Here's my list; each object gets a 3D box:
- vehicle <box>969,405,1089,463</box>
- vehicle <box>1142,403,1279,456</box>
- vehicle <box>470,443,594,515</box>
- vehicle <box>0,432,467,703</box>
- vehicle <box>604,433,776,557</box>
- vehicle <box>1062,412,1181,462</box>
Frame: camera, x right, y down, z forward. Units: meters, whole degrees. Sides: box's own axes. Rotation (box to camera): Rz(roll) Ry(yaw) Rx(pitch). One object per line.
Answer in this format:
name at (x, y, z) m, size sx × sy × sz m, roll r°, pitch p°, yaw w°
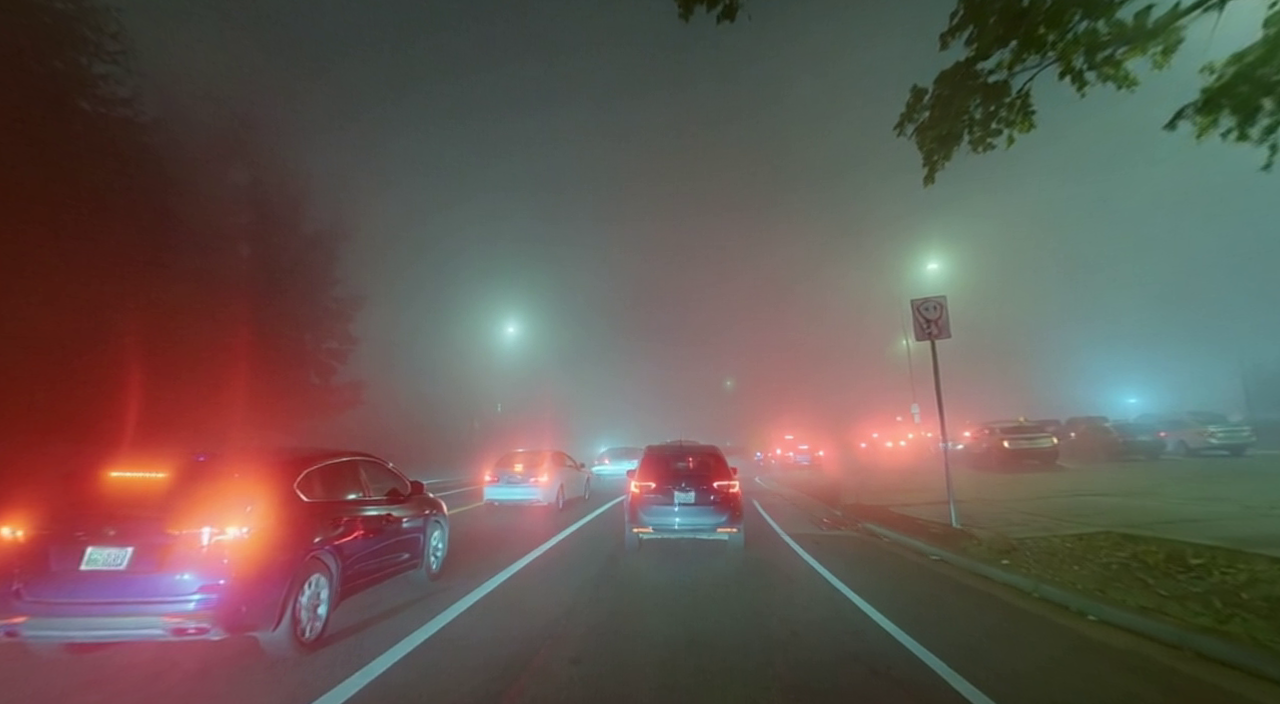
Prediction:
vehicle at (14.296, 3.120, 23.541) m, size 2.288 × 1.933 × 4.612 m, roll -2°, pitch -9°, yaw 12°
vehicle at (20.283, 2.800, 22.546) m, size 1.902 × 1.529 × 3.937 m, roll -7°, pitch -9°, yaw 13°
vehicle at (-2.456, 3.013, 15.494) m, size 1.870 × 1.490 × 4.187 m, roll -1°, pitch -9°, yaw 7°
vehicle at (-3.248, 1.542, 5.724) m, size 1.940 × 1.502 × 4.241 m, roll -1°, pitch -9°, yaw 3°
vehicle at (0.777, 2.105, 10.012) m, size 2.142 × 1.528 × 4.133 m, roll -1°, pitch -9°, yaw 5°
vehicle at (17.491, 3.129, 23.126) m, size 1.803 × 1.518 × 3.893 m, roll -7°, pitch -9°, yaw 12°
